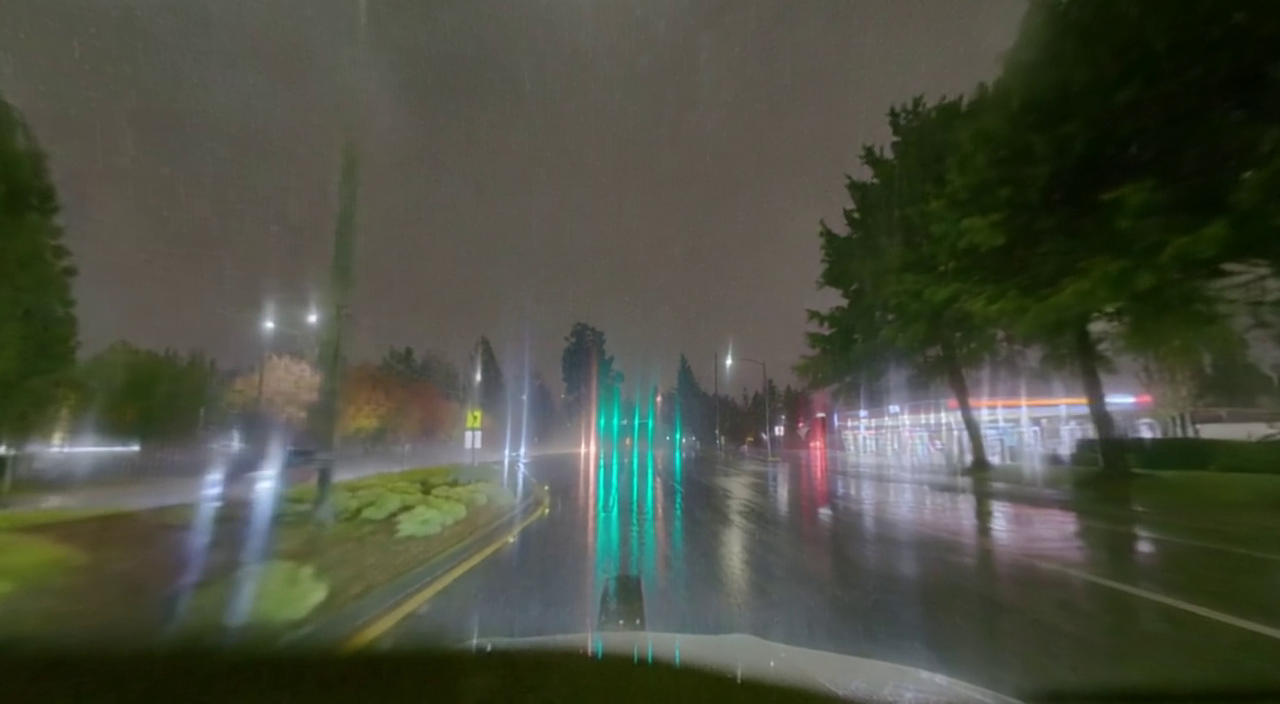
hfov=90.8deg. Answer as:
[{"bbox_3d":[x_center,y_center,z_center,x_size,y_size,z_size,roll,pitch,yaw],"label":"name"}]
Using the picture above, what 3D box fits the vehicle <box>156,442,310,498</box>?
[{"bbox_3d":[-12.129,3.498,19.244,1.819,1.466,4.283,0,-8,0],"label":"vehicle"}]
